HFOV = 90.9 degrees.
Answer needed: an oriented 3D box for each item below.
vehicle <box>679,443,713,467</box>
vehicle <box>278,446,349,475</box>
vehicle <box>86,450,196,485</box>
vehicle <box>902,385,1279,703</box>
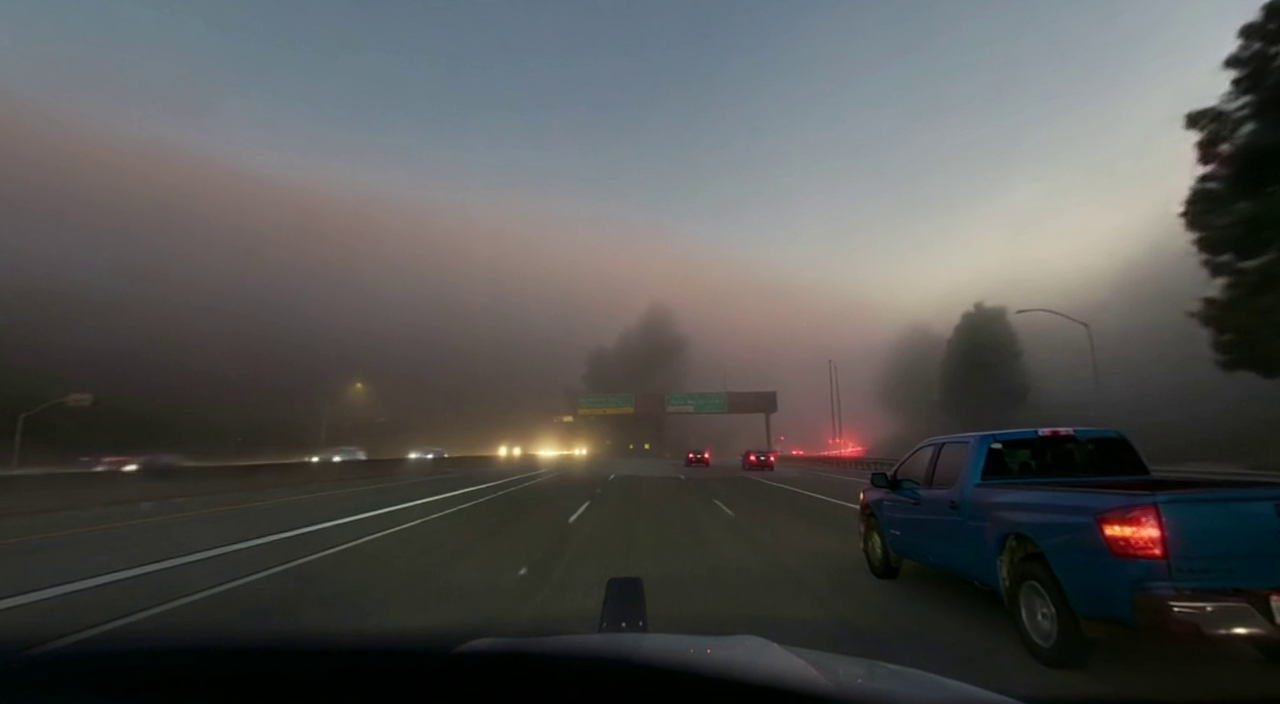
[{"bbox_3d":[4.033,7.488,45.942,2.014,1.643,4.039,0,-8,-1],"label":"vehicle"},{"bbox_3d":[-21.684,7.198,42.132,2.110,1.746,4.793,0,-8,0],"label":"vehicle"},{"bbox_3d":[-25.728,5.955,32.795,1.888,1.608,4.652,0,-8,0],"label":"vehicle"},{"bbox_3d":[3.401,1.010,3.137,2.119,1.524,4.807,0,-8,0],"label":"vehicle"}]
